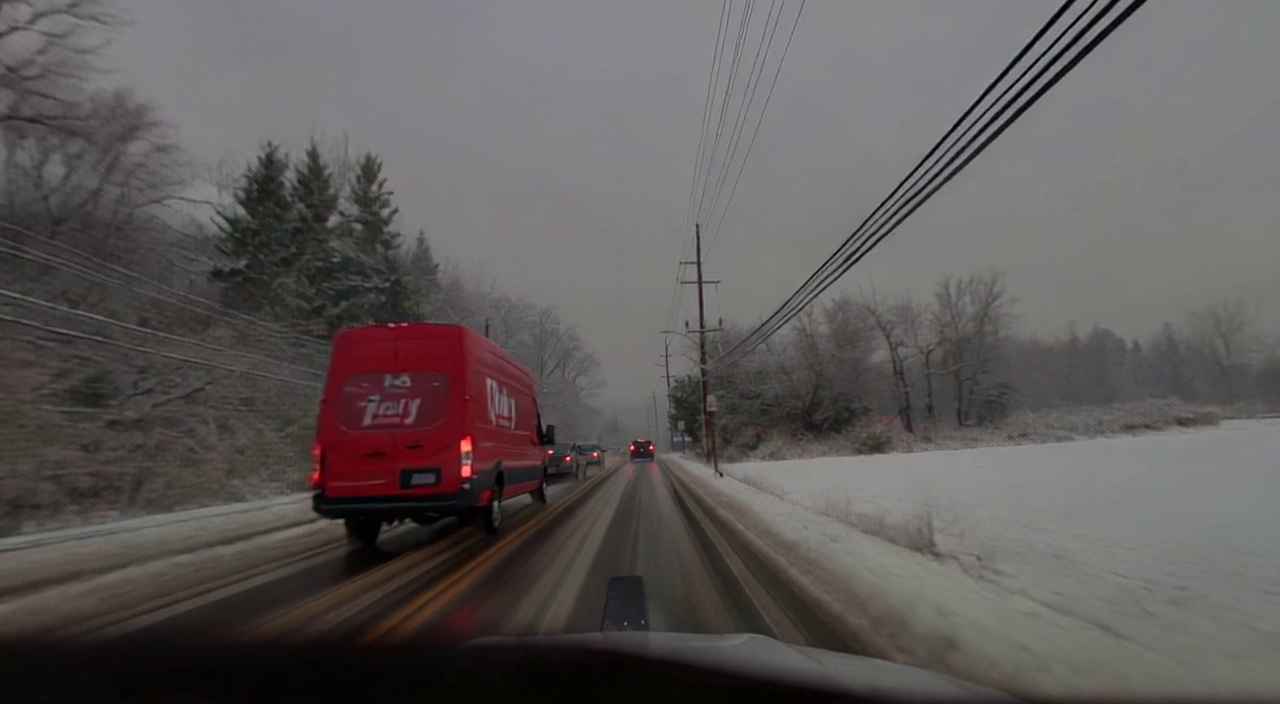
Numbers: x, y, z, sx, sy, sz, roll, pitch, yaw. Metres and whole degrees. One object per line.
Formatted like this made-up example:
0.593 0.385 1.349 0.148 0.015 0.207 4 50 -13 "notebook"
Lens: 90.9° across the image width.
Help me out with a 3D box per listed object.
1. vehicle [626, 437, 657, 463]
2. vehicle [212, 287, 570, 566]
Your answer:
0.167 7.424 47.831 2.241 1.912 4.095 0 -8 1 "vehicle"
-3.312 1.482 11.759 2.818 3.181 9.114 0 -9 1 "vehicle"
